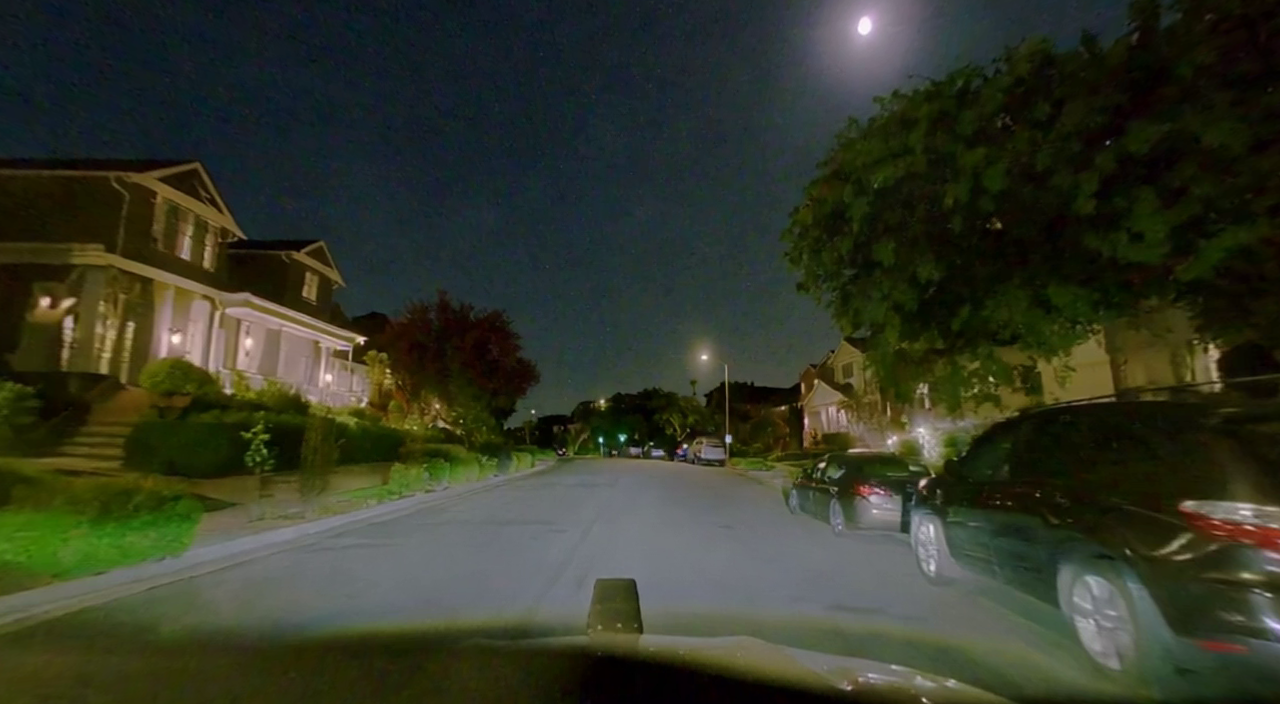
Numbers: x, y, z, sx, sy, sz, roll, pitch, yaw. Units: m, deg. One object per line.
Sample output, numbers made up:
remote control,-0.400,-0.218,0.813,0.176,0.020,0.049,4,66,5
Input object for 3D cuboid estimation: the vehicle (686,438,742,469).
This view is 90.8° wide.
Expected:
vehicle,4.932,6.877,43.130,2.715,1.900,6.163,1,-8,-3

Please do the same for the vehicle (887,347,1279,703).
vehicle,3.788,1.211,4.522,2.161,1.854,5.289,-1,-9,3
